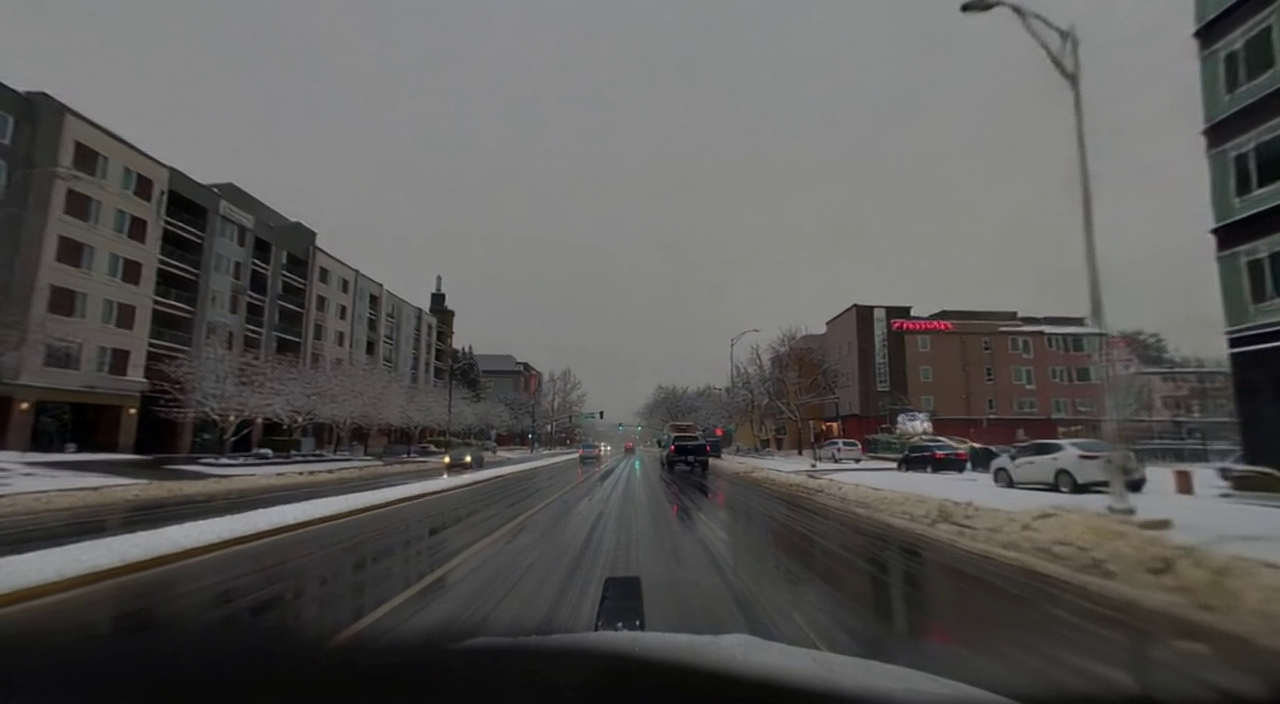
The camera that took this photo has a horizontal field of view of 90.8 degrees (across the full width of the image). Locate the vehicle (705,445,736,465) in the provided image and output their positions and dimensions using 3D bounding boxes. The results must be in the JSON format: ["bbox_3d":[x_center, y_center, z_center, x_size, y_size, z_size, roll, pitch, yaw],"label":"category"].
[{"bbox_3d":[6.268,8.068,49.594,1.795,1.459,4.333,0,-9,-2],"label":"vehicle"}]

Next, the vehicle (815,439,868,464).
[{"bbox_3d":[14.356,7.104,45.321,1.975,1.648,4.451,1,-8,-5],"label":"vehicle"}]

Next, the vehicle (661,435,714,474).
[{"bbox_3d":[2.259,5.097,31.681,2.130,1.787,5.126,0,-9,-2],"label":"vehicle"}]

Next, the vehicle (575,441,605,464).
[{"bbox_3d":[-3.685,7.517,47.323,2.046,1.617,4.601,0,-9,-1],"label":"vehicle"}]

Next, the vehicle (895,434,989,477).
[{"bbox_3d":[14.163,4.896,30.006,2.019,1.819,4.909,0,-9,1],"label":"vehicle"}]

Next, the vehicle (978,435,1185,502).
[{"bbox_3d":[11.967,3.155,17.659,1.954,1.483,4.742,-2,-8,-7],"label":"vehicle"}]
